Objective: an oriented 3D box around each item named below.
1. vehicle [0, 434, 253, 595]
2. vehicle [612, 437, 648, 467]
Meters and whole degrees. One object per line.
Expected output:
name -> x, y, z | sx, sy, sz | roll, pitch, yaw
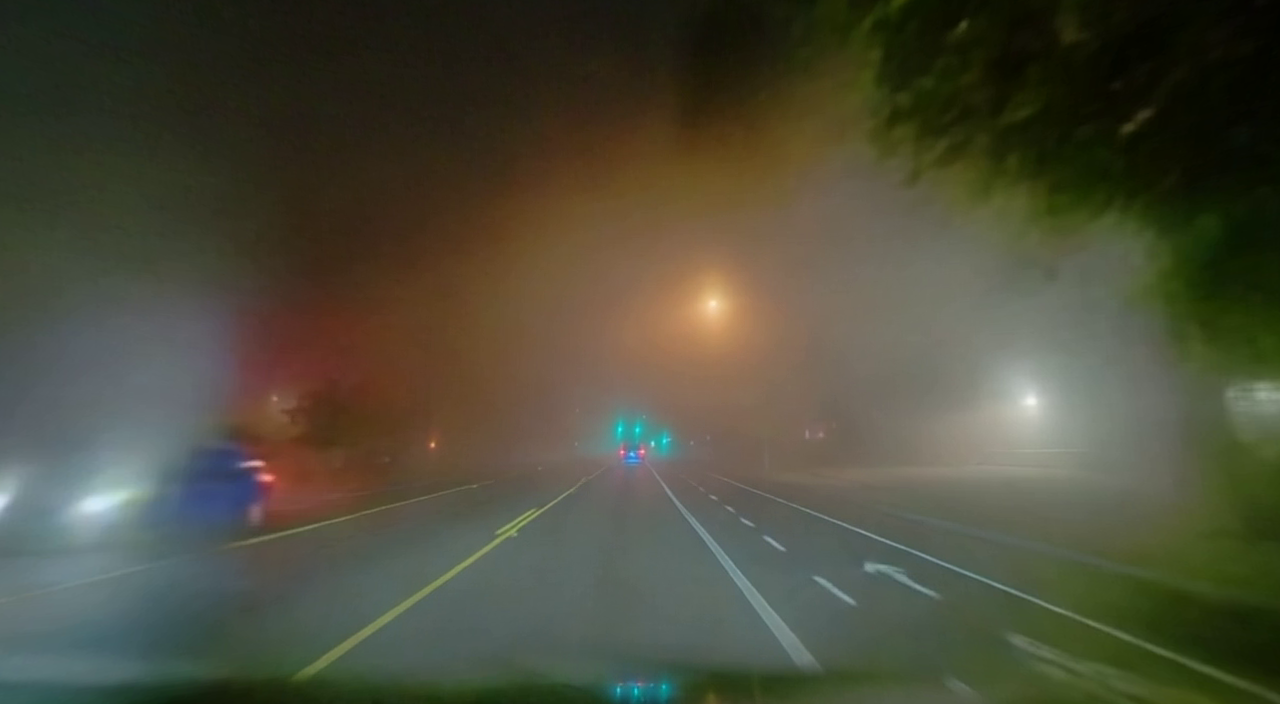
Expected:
vehicle -> -7.253, 1.889, 8.223 | 1.967, 1.571, 3.853 | 0, -8, 0
vehicle -> -0.683, 6.510, 41.421 | 2.230, 1.827, 4.298 | 0, -8, -1
